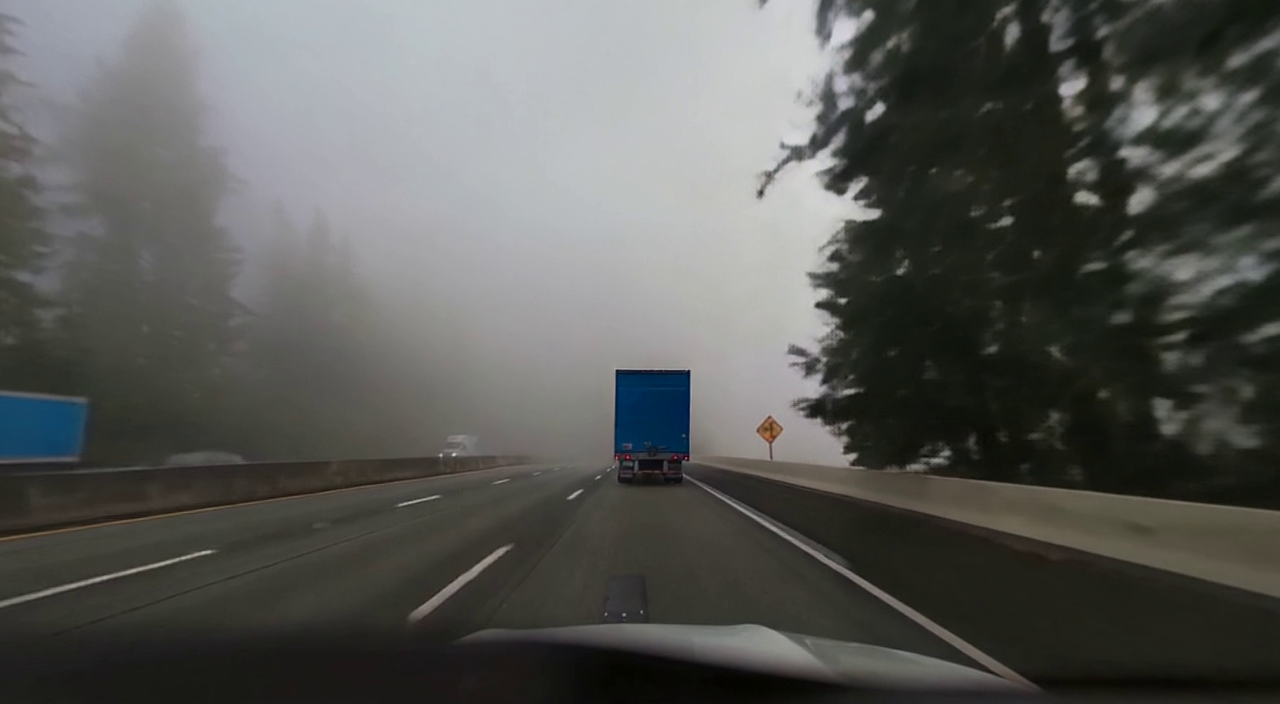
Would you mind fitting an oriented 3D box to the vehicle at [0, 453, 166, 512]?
[{"bbox_3d":[-15.884,3.595,17.836,1.833,1.421,4.005,0,-9,-1],"label":"vehicle"}]

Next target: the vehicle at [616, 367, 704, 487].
[{"bbox_3d":[0.604,3.227,25.942,2.898,3.973,10.063,0,-9,-1],"label":"vehicle"}]
